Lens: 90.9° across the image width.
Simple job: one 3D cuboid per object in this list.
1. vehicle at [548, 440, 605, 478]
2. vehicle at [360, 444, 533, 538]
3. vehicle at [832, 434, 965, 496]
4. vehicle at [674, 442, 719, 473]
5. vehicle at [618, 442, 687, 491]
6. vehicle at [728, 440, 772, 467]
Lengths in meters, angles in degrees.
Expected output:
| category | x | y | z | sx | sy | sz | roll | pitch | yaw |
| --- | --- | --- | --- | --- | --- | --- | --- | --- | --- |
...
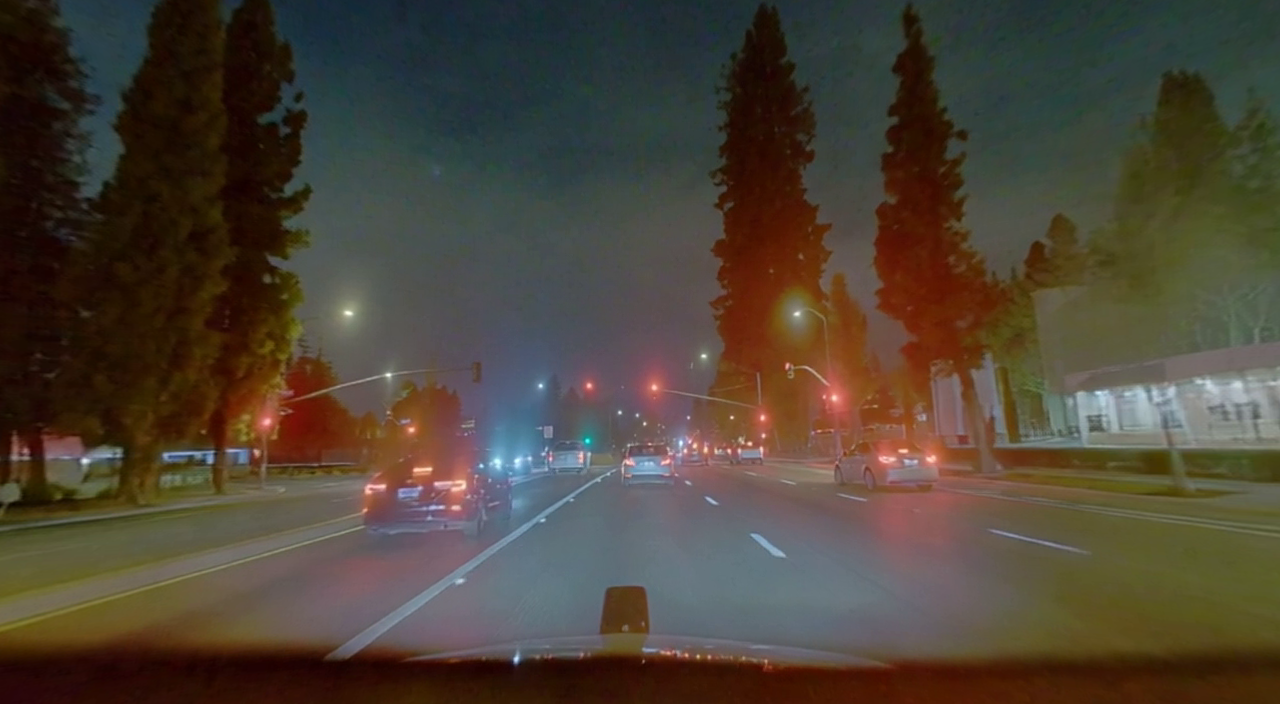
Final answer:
| category | x | y | z | sx | sy | sz | roll | pitch | yaw |
| --- | --- | --- | --- | --- | --- | --- | --- | --- | --- |
| vehicle | -2.979 | 5.136 | 30.494 | 2.219 | 1.699 | 4.090 | -1 | -8 | 1 |
| vehicle | -3.471 | 2.548 | 12.300 | 1.938 | 1.472 | 4.399 | 0 | -8 | 0 |
| vehicle | 7.168 | 3.169 | 18.046 | 1.892 | 1.515 | 4.400 | 0 | -8 | -1 |
| vehicle | 2.963 | 5.664 | 34.003 | 1.988 | 1.528 | 4.144 | 0 | -8 | -1 |
| vehicle | 0.366 | 3.793 | 21.288 | 2.096 | 1.473 | 3.893 | 0 | -8 | 0 |
| vehicle | 7.279 | 6.765 | 42.176 | 2.044 | 1.701 | 4.397 | 0 | -8 | -1 |
